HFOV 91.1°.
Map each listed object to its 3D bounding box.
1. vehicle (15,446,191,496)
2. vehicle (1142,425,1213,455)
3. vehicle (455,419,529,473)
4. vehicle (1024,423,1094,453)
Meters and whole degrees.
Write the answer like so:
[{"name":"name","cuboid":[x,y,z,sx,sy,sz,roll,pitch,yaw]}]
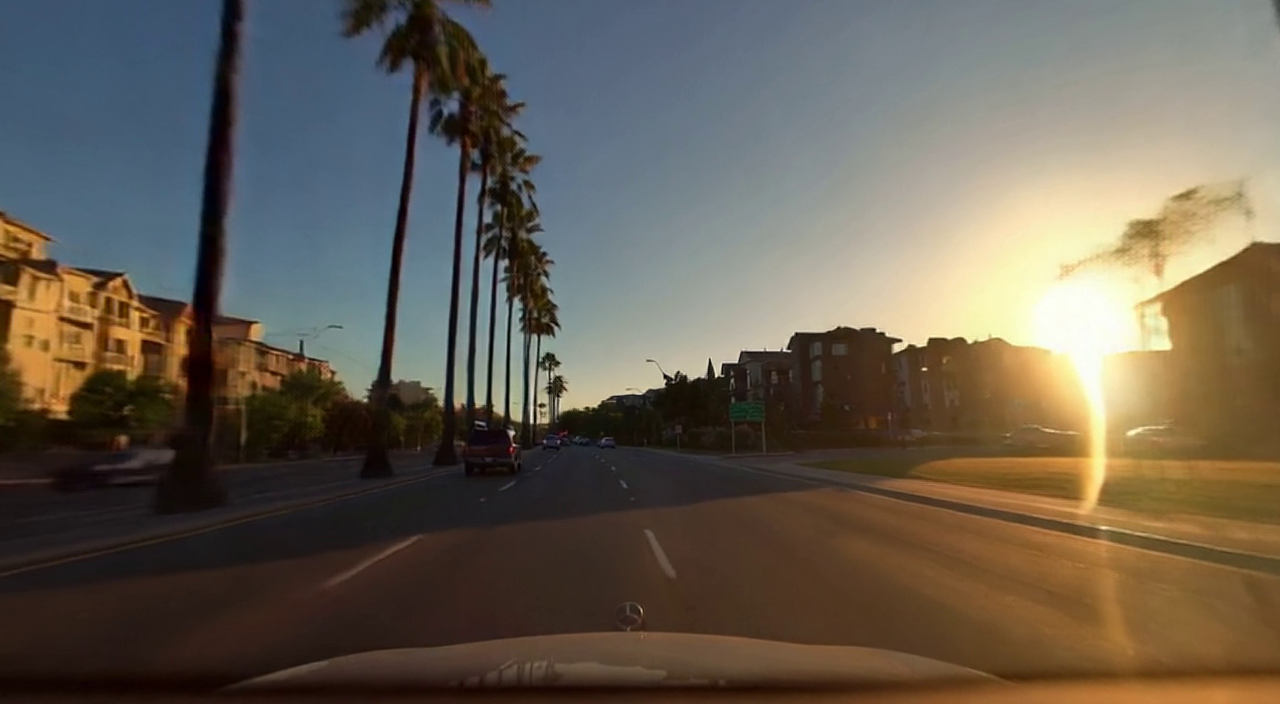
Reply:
[{"name":"vehicle","cuboid":[-17.735,3.902,21.123,2.030,1.459,4.695,1,-9,-5]},{"name":"vehicle","cuboid":[29.420,4.837,34.309,4.384,1.501,2.020,7,-10,-38]},{"name":"vehicle","cuboid":[-6.504,4.258,28.378,2.507,2.161,6.049,1,-9,-6]},{"name":"vehicle","cuboid":[25.796,5.312,38.608,4.520,1.746,2.295,7,-11,-40]}]
